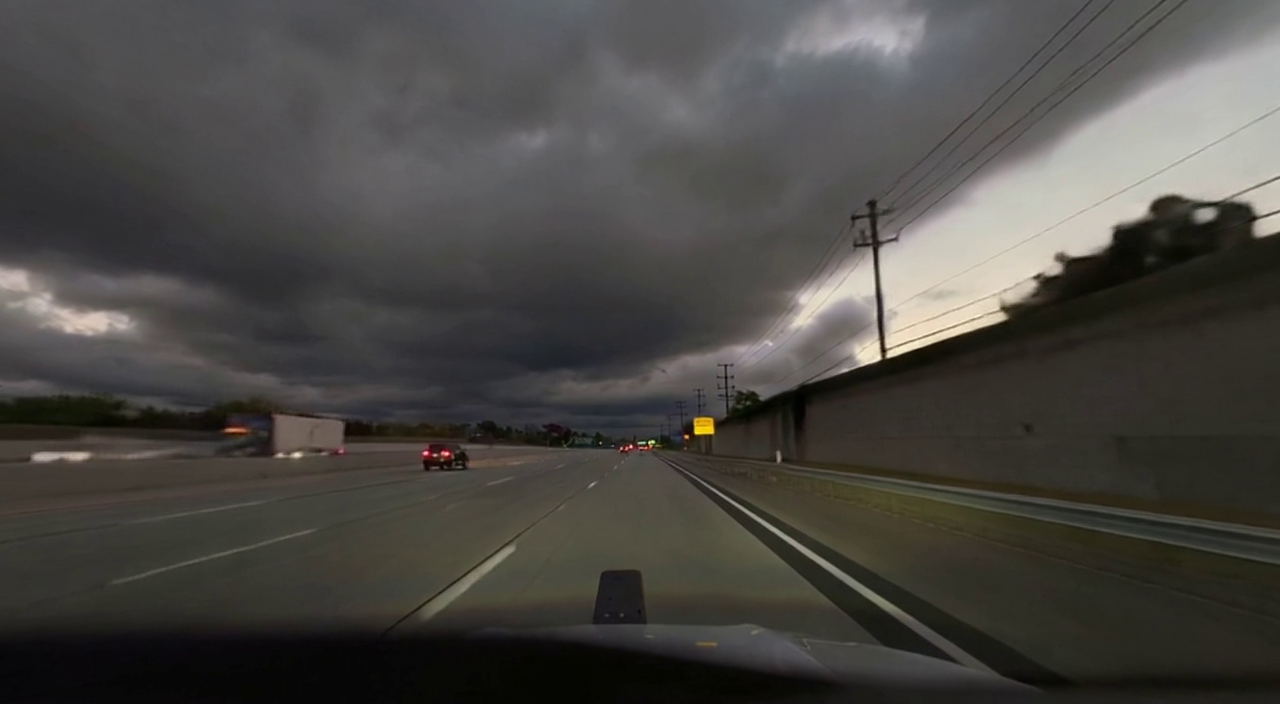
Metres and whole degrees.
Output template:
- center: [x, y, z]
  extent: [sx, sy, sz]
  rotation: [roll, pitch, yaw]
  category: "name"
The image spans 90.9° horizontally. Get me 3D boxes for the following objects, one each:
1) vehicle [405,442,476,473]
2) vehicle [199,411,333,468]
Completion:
- center: [-10.076, 5.362, 32.256]
  extent: [2.056, 1.476, 4.562]
  rotation: [0, -8, 1]
  category: "vehicle"
- center: [-26.991, 6.489, 46.501]
  extent: [2.930, 3.623, 11.033]
  rotation: [0, -8, 1]
  category: "vehicle"
